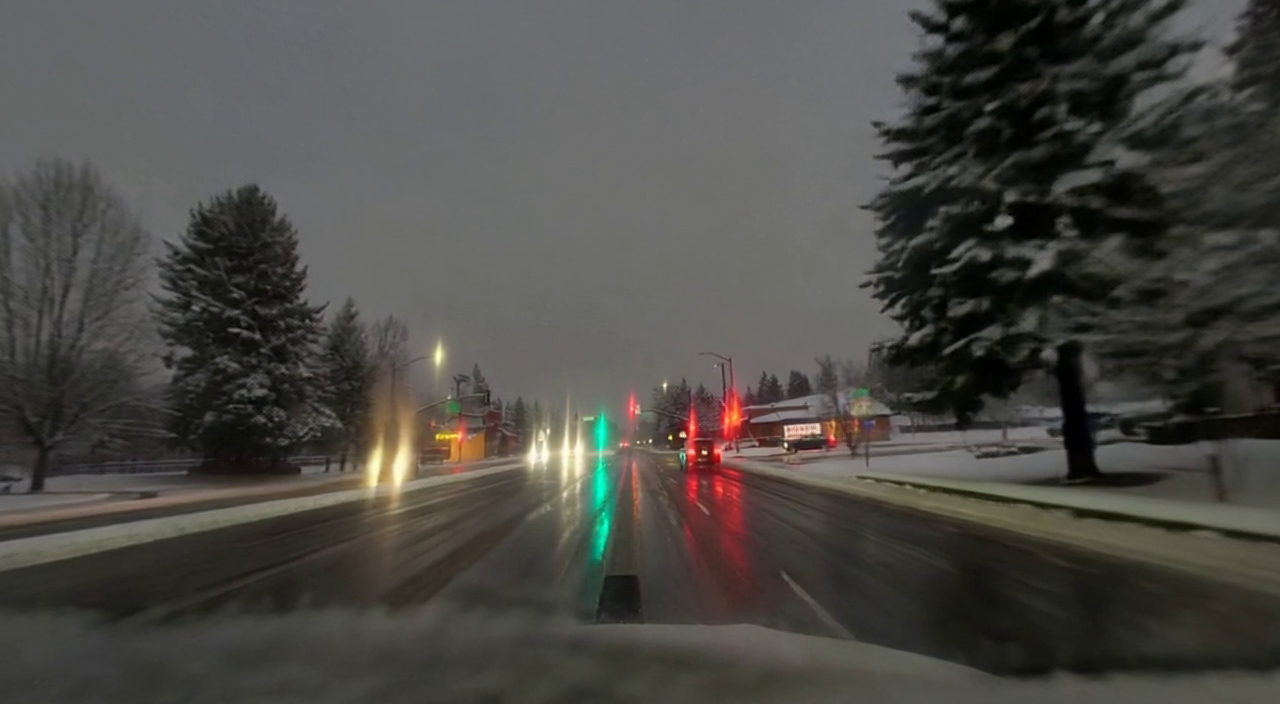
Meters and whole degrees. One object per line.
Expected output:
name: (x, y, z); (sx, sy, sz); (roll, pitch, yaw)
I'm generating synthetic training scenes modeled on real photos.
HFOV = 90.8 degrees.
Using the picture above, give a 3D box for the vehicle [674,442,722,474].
vehicle: (2.994, 5.558, 33.463); (1.961, 1.580, 4.020); (0, -8, -2)

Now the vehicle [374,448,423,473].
vehicle: (-18.918, 8.478, 49.665); (2.026, 1.885, 4.539); (0, -8, 0)
